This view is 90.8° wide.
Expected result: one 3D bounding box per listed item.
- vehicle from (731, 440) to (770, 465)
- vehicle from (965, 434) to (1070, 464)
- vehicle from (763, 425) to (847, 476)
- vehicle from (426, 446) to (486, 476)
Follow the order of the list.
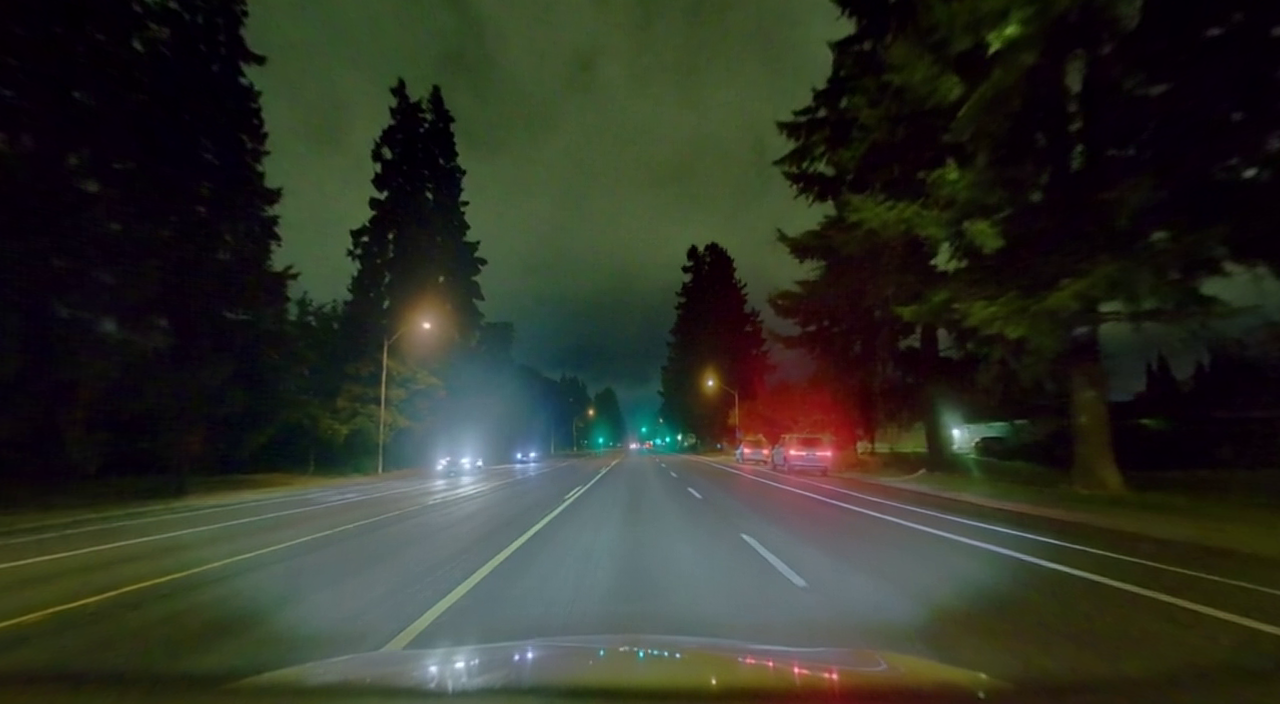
[{"bbox_3d":[7.477,6.835,42.981,1.965,1.623,4.096,0,-8,1],"label":"vehicle"},{"bbox_3d":[19.774,5.084,33.307,4.336,1.480,1.926,-2,-7,15],"label":"vehicle"},{"bbox_3d":[7.516,4.574,29.493,2.278,2.079,5.861,0,-8,0],"label":"vehicle"},{"bbox_3d":[-10.008,5.934,34.680,1.958,1.524,4.314,0,-8,0],"label":"vehicle"}]
